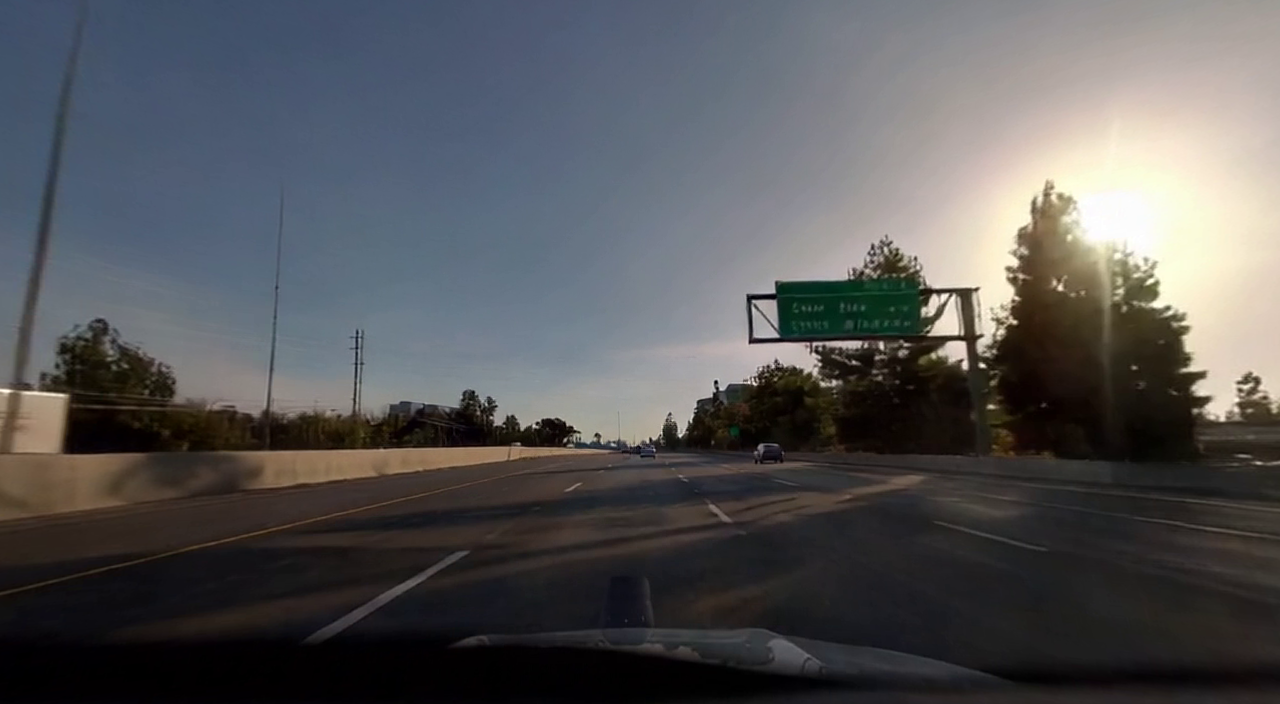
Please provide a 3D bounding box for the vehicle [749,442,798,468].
[{"bbox_3d":[8.081,6.290,38.597,2.056,1.465,4.304,0,-8,-1],"label":"vehicle"}]
